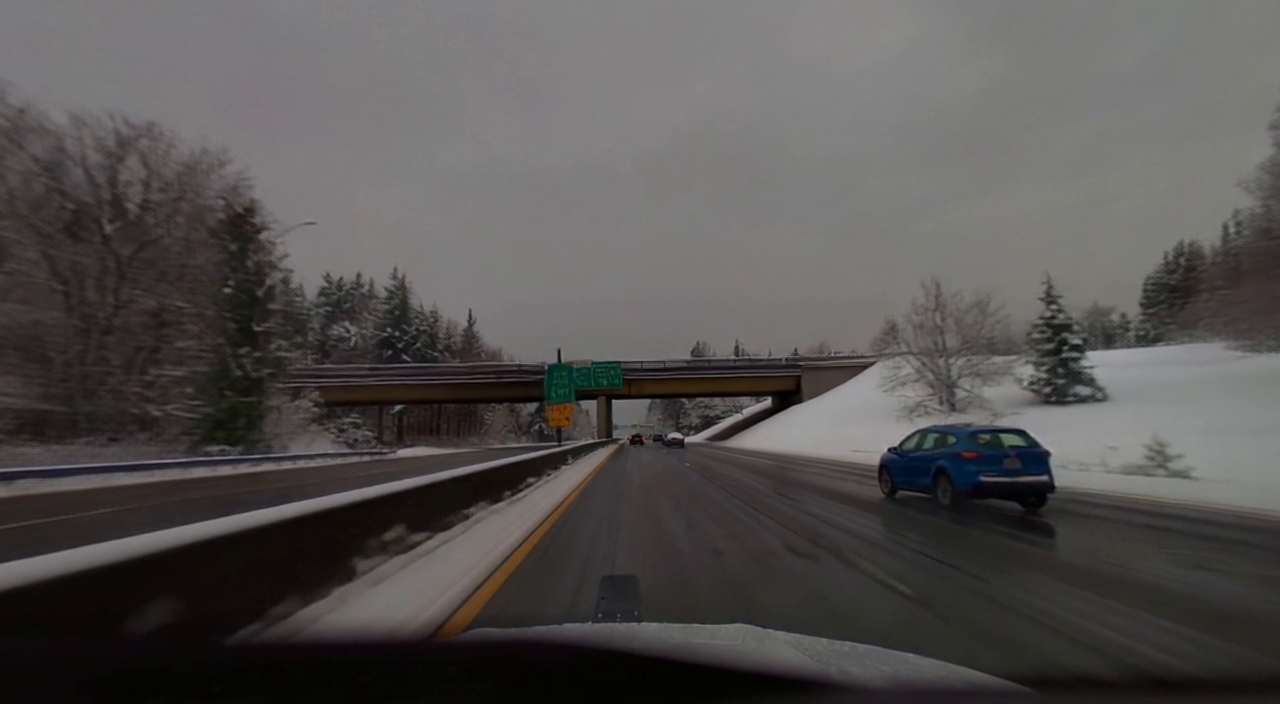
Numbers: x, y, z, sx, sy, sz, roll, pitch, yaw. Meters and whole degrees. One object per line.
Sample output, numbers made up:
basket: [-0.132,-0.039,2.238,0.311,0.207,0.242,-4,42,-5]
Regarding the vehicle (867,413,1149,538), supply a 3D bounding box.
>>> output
vehicle: [5.473,1.855,10.168,1.940,1.578,4.122,0,-8,-2]
